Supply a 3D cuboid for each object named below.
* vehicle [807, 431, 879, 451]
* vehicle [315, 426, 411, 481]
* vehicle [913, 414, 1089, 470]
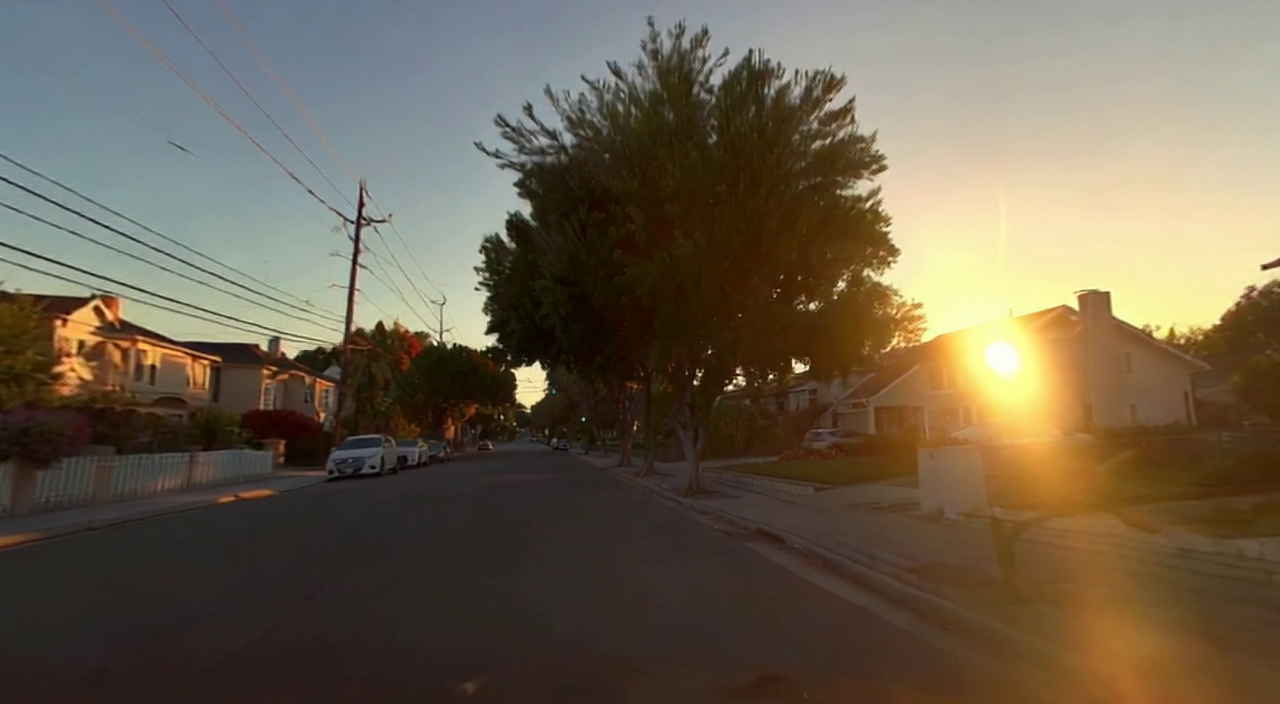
[{"bbox_3d":[11.551,5.096,36.095,3.606,1.094,1.420,2,-8,-7],"label":"vehicle"},{"bbox_3d":[-11.242,4.182,26.156,2.240,1.940,5.429,-1,-8,-8],"label":"vehicle"},{"bbox_3d":[11.967,3.028,21.106,4.842,1.728,1.875,1,-9,-7],"label":"vehicle"}]
